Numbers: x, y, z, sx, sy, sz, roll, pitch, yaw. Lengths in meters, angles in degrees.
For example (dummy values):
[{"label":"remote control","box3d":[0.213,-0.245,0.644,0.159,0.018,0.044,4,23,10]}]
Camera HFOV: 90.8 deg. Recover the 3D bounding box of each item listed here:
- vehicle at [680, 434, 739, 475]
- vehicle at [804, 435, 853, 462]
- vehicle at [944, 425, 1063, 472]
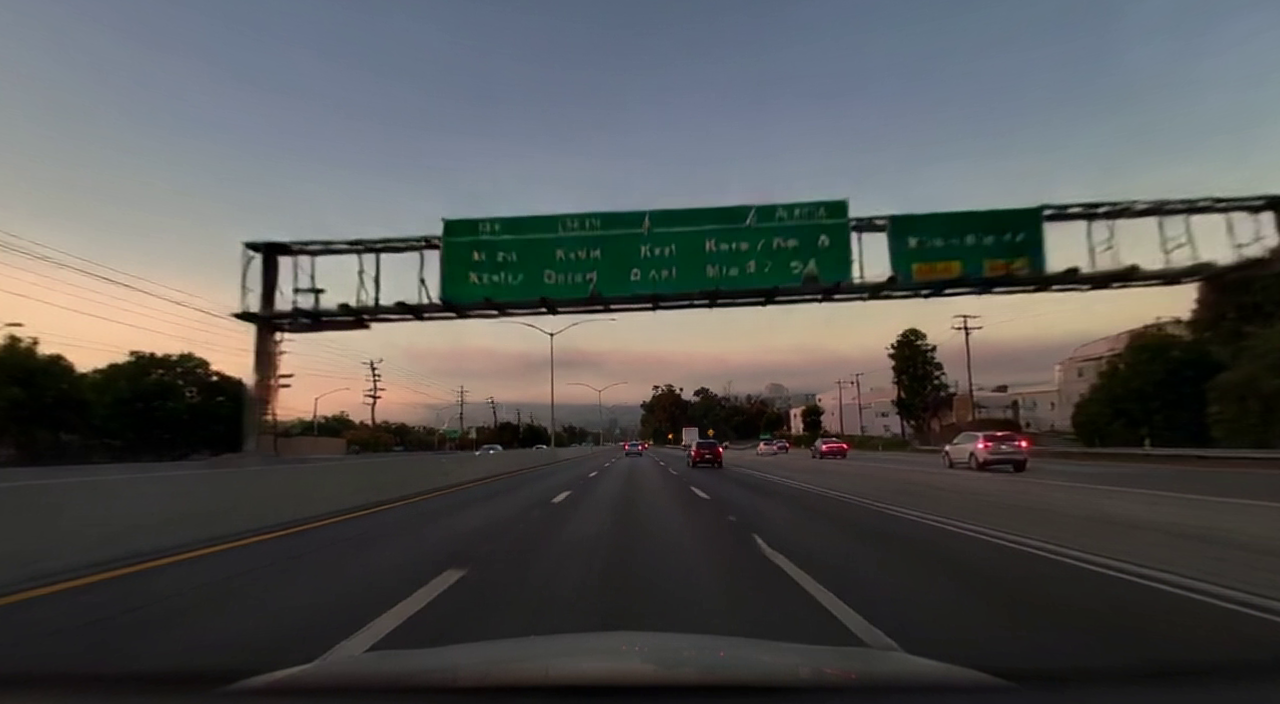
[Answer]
[{"label":"vehicle","box3d":[2.941,4.457,27.629,1.997,1.638,4.281,0,-9,-2]},{"label":"vehicle","box3d":[13.116,6.735,44.286,2.070,1.782,5.006,-1,-8,3]},{"label":"vehicle","box3d":[16.279,4.385,28.746,2.190,1.911,5.658,0,-8,2]}]
